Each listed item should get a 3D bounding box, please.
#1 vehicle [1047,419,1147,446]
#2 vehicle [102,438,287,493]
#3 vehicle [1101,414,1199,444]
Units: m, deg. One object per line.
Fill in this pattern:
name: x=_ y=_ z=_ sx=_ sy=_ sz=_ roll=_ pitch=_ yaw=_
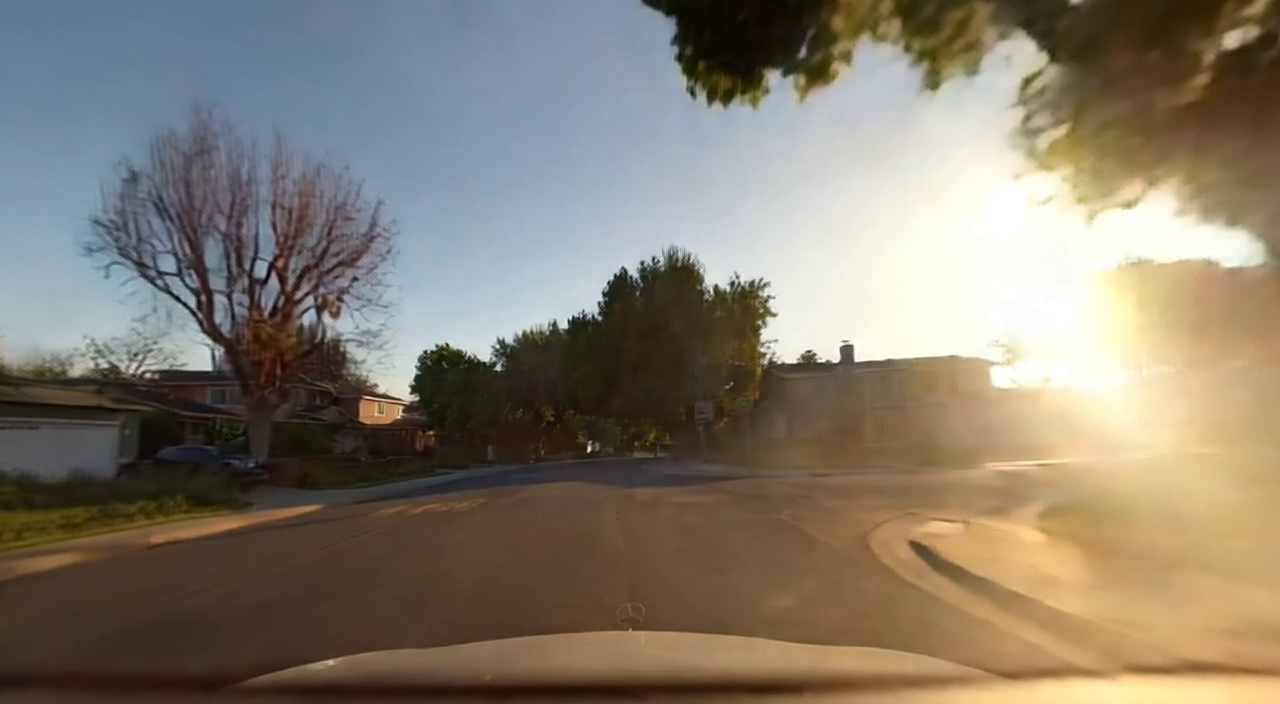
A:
vehicle: x=26.974 y=4.844 z=37.462 sx=1.845 sy=1.450 sz=4.991 roll=2 pitch=-8 yaw=-7
vehicle: x=-15.633 y=3.981 z=22.395 sx=4.837 sy=1.785 sz=2.115 roll=0 pitch=-8 yaw=-5
vehicle: x=30.179 y=4.645 z=37.481 sx=1.794 sy=1.635 sz=4.469 roll=-1 pitch=-8 yaw=-5
